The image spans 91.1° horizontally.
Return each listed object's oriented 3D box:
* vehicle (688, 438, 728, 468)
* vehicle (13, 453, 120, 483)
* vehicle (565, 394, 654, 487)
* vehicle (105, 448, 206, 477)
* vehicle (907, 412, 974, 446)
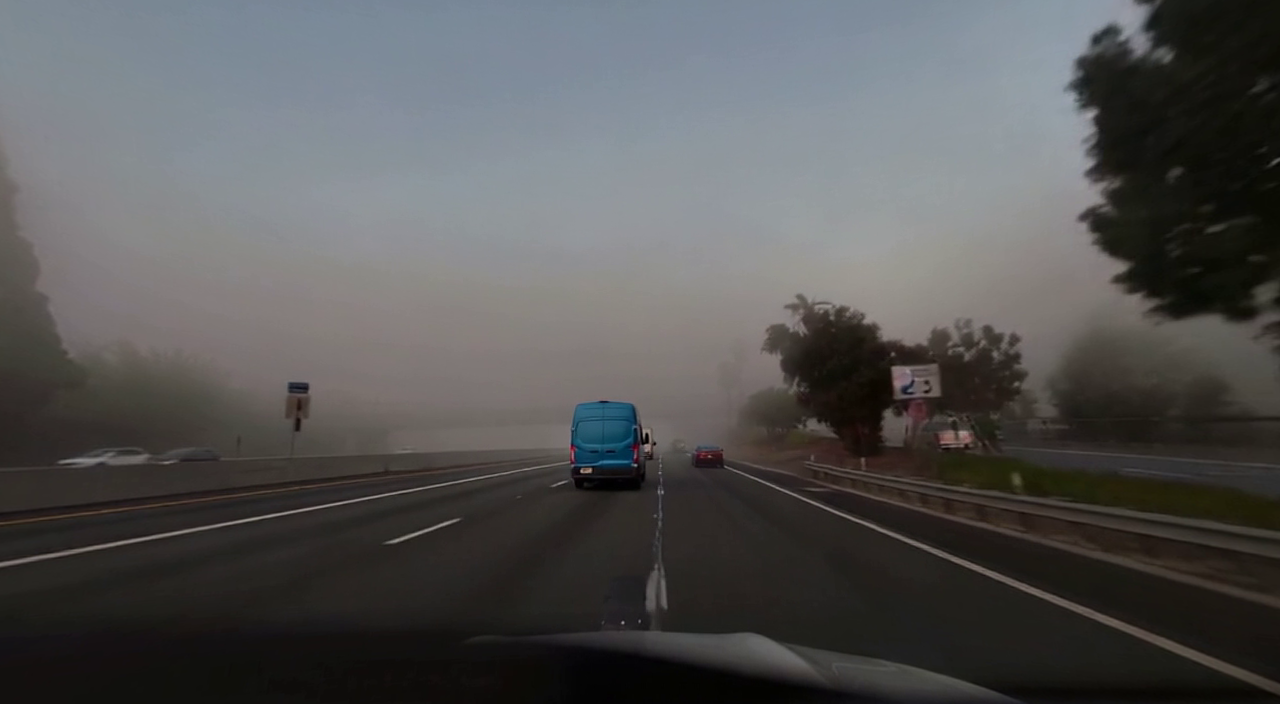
[{"bbox_3d":[3.911,5.877,36.674,1.987,1.648,3.984,0,-8,2],"label":"vehicle"},{"bbox_3d":[-32.992,6.645,36.322,1.835,1.559,4.456,0,-9,3],"label":"vehicle"},{"bbox_3d":[-0.866,3.088,21.871,2.476,2.776,5.598,0,-8,3],"label":"vehicle"},{"bbox_3d":[-28.678,6.524,37.415,2.009,1.600,4.743,-1,-9,4],"label":"vehicle"},{"bbox_3d":[21.516,5.620,45.250,2.445,2.240,5.659,-1,-8,5],"label":"vehicle"}]
